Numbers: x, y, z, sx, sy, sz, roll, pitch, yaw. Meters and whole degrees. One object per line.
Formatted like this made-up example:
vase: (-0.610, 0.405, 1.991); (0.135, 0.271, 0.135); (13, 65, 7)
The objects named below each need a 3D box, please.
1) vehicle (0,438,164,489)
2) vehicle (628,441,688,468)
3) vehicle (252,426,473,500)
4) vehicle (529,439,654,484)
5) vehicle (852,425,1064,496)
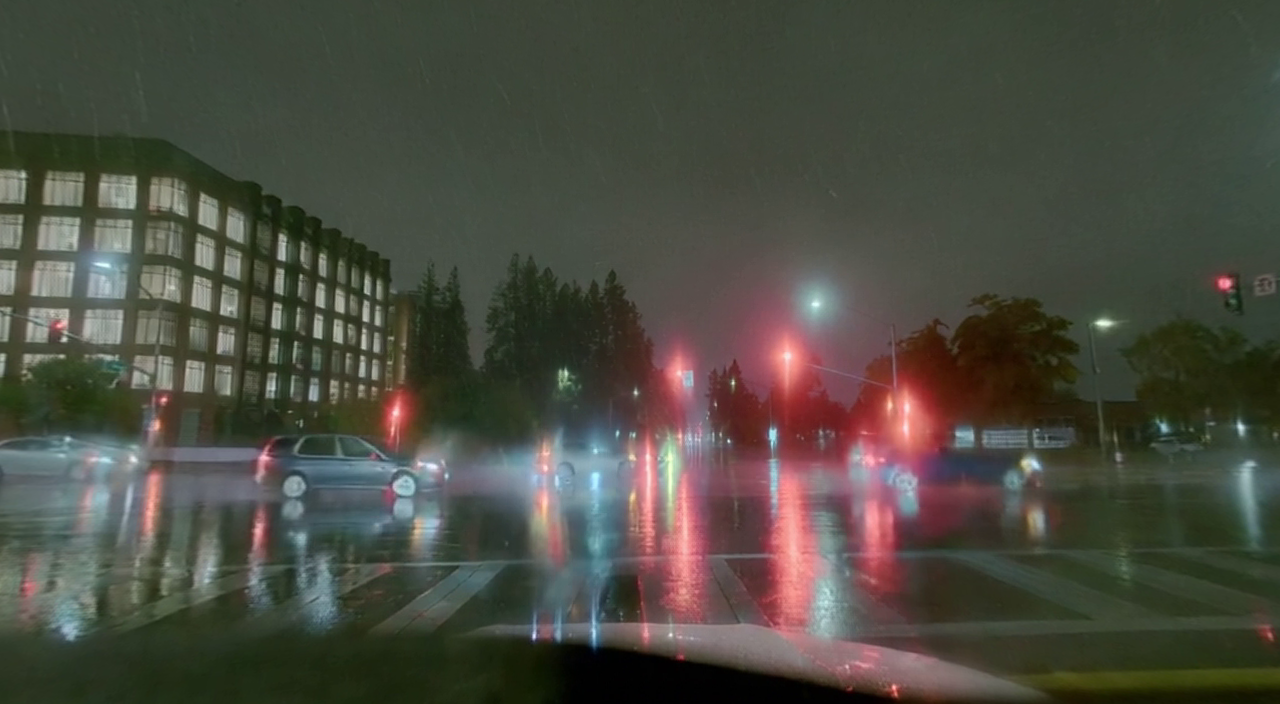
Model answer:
vehicle: (-17.750, 3.399, 19.422); (4.424, 1.454, 2.043); (1, -8, -5)
vehicle: (1.196, 6.325, 39.157); (1.976, 1.505, 5.084); (-4, -9, 22)
vehicle: (-7.202, 2.920, 16.949); (4.923, 1.800, 2.153); (1, -8, -5)
vehicle: (-1.841, 4.171, 24.384); (4.397, 1.569, 1.955); (5, -10, -31)
vehicle: (9.476, 3.247, 19.181); (5.101, 1.940, 2.468); (1, -8, -7)
